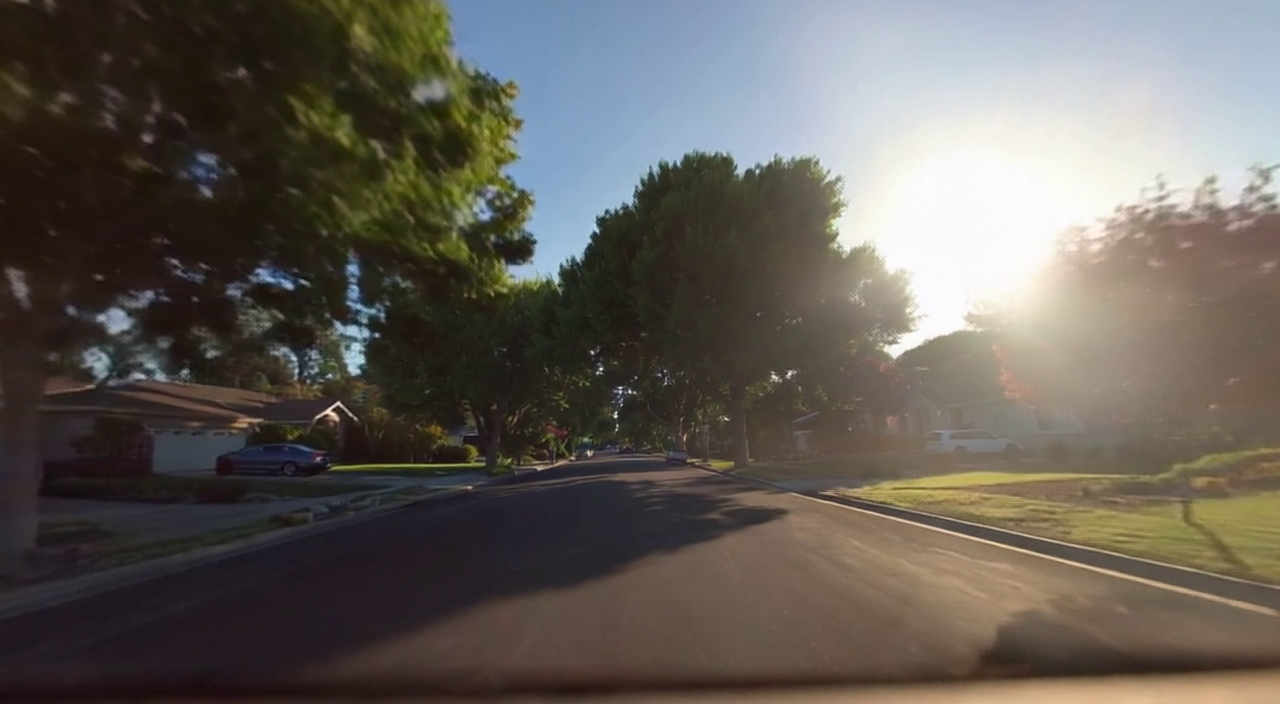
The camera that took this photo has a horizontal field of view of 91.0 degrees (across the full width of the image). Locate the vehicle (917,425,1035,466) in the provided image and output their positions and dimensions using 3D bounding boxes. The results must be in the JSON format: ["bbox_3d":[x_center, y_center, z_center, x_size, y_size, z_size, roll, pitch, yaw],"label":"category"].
[{"bbox_3d":[15.101,4.186,28.340,4.468,1.728,2.135,3,-9,-20],"label":"vehicle"}]

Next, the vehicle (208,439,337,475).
[{"bbox_3d":[-16.015,4.606,27.620,4.351,1.474,2.015,0,-9,-2],"label":"vehicle"}]
